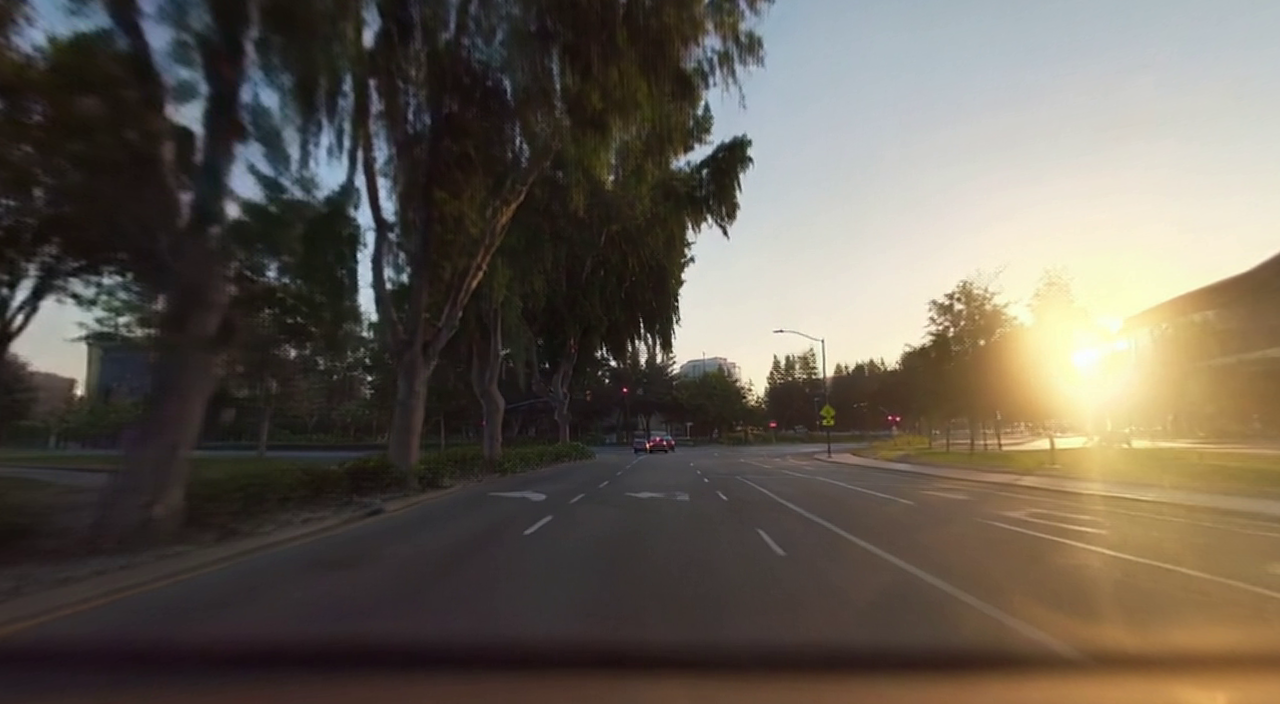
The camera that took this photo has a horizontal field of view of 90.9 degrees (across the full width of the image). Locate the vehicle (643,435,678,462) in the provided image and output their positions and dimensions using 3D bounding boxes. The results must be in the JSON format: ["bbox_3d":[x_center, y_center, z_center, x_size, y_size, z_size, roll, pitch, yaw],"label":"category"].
[{"bbox_3d":[1.461,6.612,43.246,2.298,1.770,4.138,-1,-8,3],"label":"vehicle"}]
